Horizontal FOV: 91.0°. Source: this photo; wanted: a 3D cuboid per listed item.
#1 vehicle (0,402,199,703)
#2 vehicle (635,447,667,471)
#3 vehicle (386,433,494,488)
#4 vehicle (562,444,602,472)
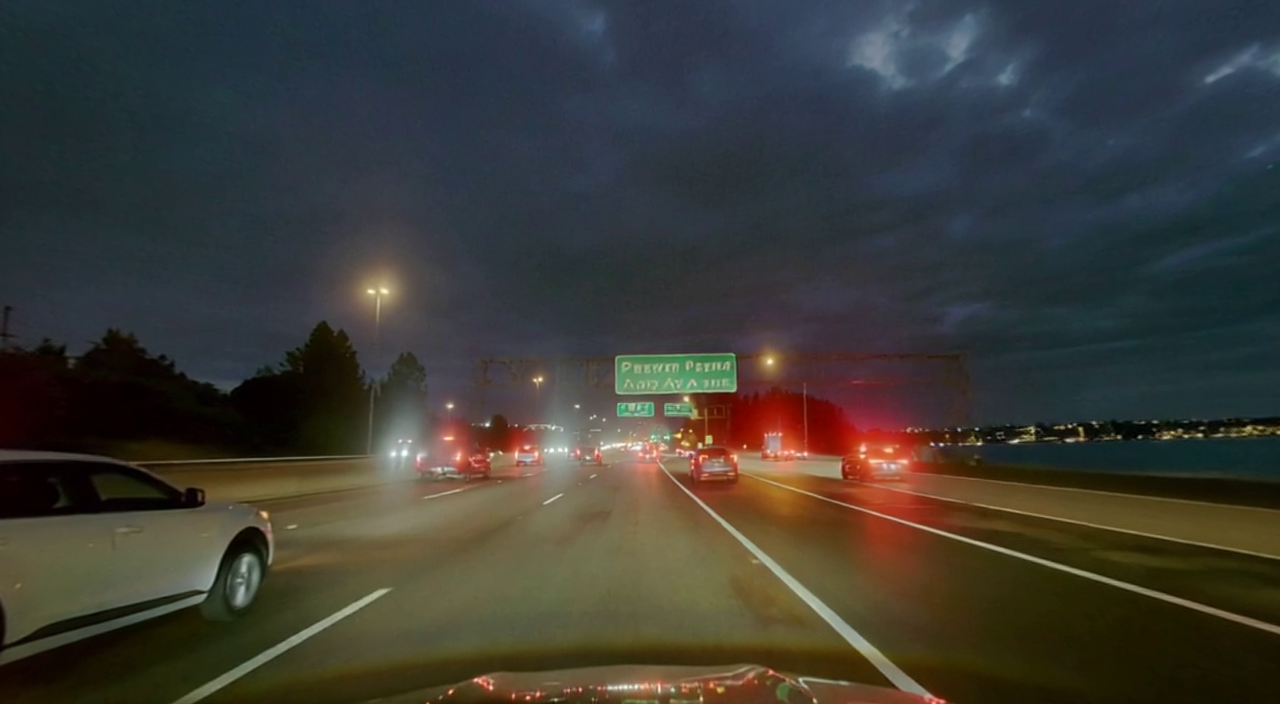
[{"bbox_3d":[-4.198,0.883,2.180,2.027,1.547,4.511,0,-9,1],"label":"vehicle"},{"bbox_3d":[0.778,7.467,44.154,2.153,1.510,4.646,0,-9,2],"label":"vehicle"},{"bbox_3d":[-7.546,4.170,24.553,2.250,1.870,5.647,0,-9,1],"label":"vehicle"},{"bbox_3d":[-3.753,6.941,41.510,2.132,1.708,4.571,0,-9,1],"label":"vehicle"}]
